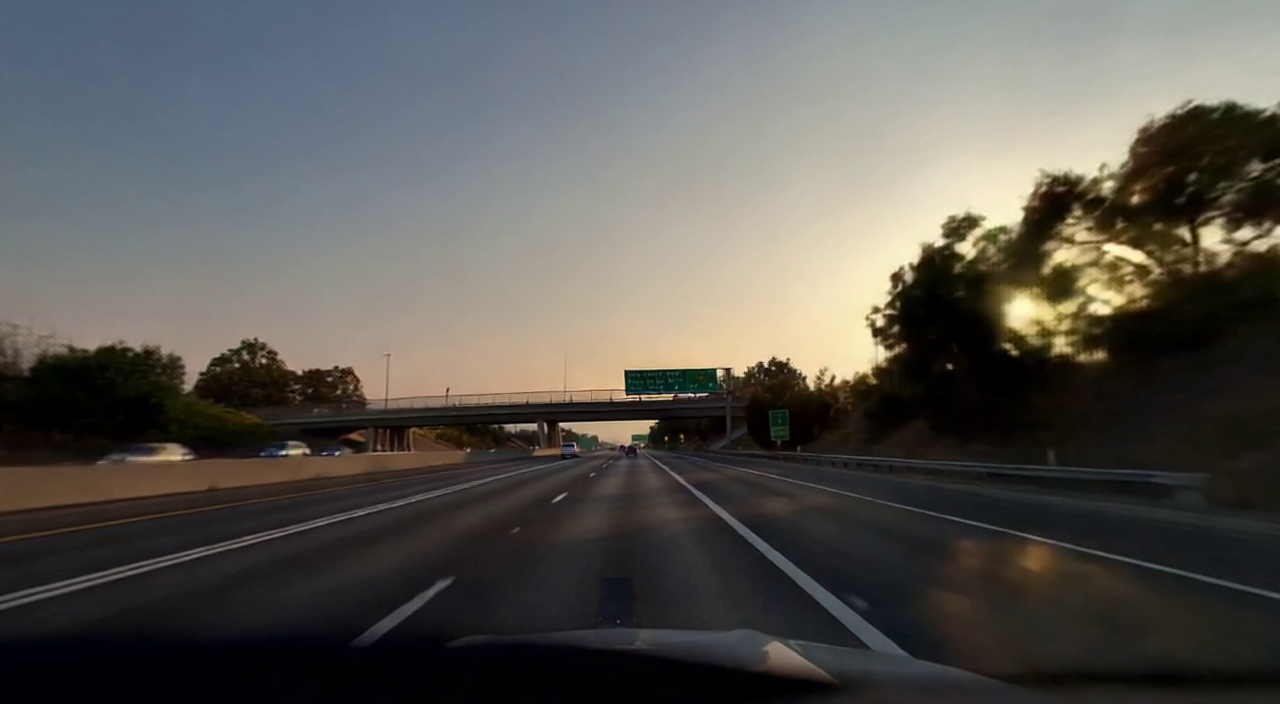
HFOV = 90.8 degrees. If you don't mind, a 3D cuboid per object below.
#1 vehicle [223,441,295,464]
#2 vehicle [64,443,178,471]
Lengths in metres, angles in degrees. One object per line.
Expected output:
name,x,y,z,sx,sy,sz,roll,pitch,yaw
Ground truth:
vehicle,-28.981,7.636,48.299,2.045,1.631,5.399,0,-8,1
vehicle,-22.209,4.475,27.251,1.836,1.103,3.676,0,-8,-1
